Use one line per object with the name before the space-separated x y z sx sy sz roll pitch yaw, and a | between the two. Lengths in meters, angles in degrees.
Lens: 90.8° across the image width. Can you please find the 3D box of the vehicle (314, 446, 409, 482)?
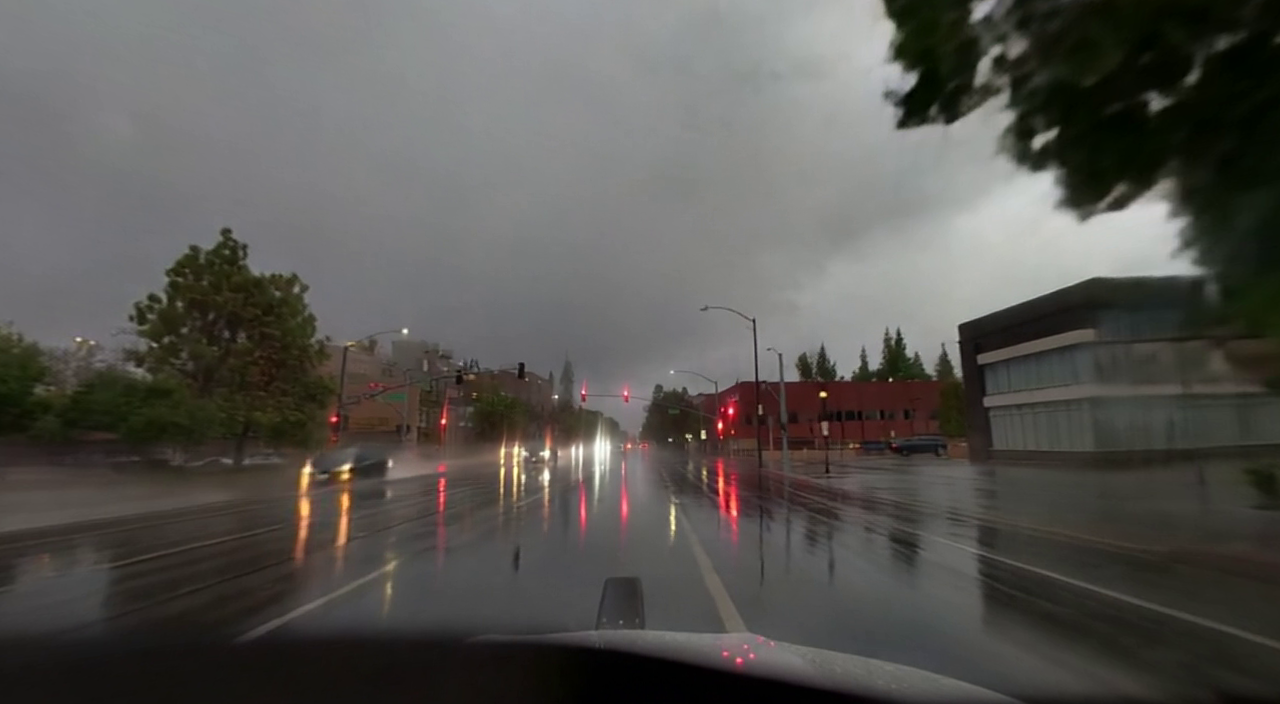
vehicle | -11.898 4.792 27.369 1.987 1.445 4.482 0 -9 1

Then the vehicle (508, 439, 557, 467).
vehicle | -7.077 6.703 41.973 2.262 1.708 4.466 0 -9 2
